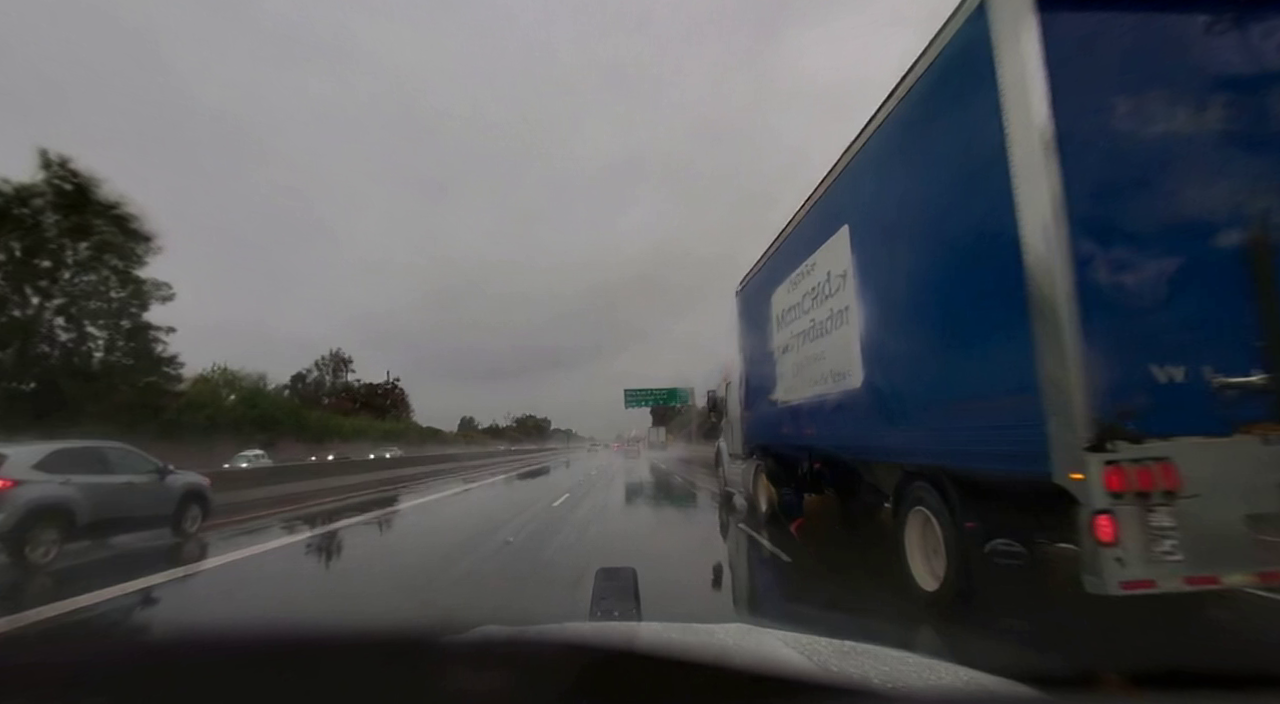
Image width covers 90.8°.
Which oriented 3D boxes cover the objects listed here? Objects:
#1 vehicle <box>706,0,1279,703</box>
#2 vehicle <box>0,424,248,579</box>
[{"bbox_3d":[3.110,0.452,8.262,2.985,3.985,10.516,0,-9,-2],"label":"vehicle"},{"bbox_3d":[-7.288,1.712,7.817,2.033,1.494,4.508,0,-9,-1],"label":"vehicle"}]
